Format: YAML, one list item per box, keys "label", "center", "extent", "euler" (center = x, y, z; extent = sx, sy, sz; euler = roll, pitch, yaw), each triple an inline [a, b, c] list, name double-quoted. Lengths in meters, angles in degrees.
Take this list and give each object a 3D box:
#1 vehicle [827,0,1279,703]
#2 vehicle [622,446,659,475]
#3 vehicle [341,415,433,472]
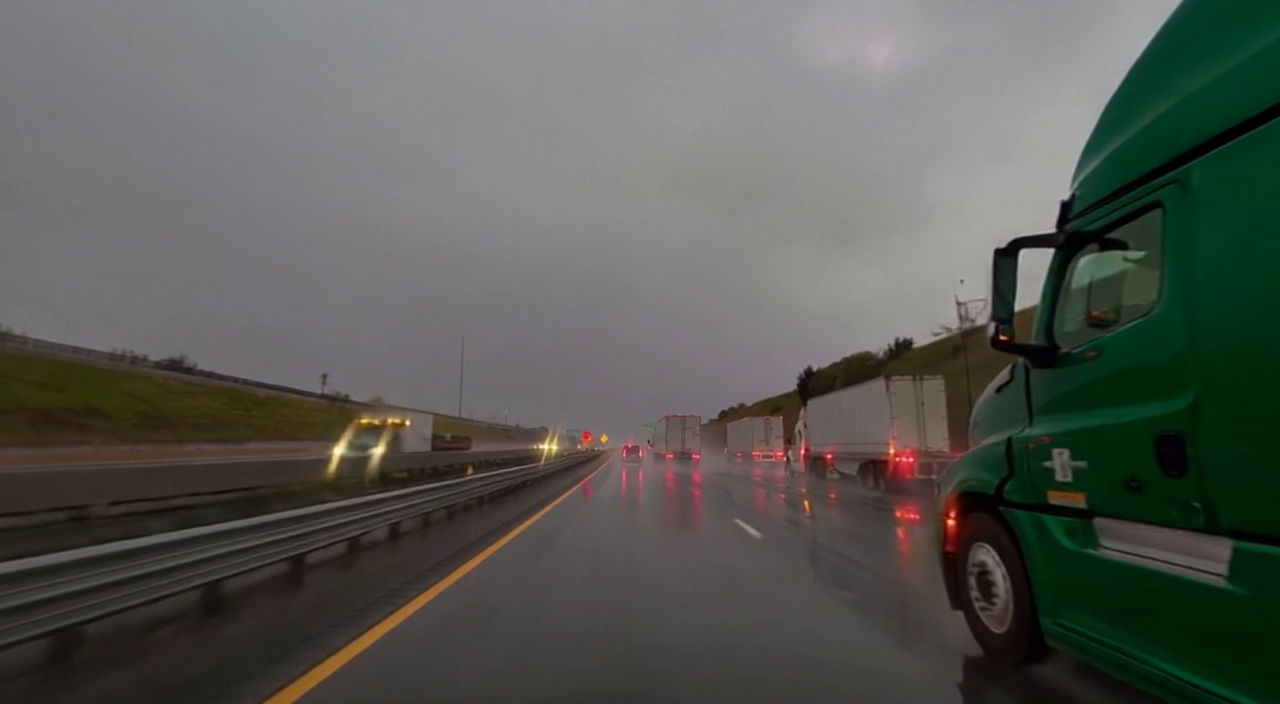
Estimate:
- label: "vehicle"
  center: [3.662, 0.052, 3.999]
  extent: [2.990, 3.934, 6.180]
  euler: [0, -9, 0]
- label: "vehicle"
  center: [-0.012, 5.885, 34.369]
  extent: [1.927, 1.437, 3.794]
  euler: [0, -9, -1]
- label: "vehicle"
  center: [-12.720, 4.697, 32.281]
  extent: [2.278, 2.621, 5.863]
  euler: [0, -9, -1]
